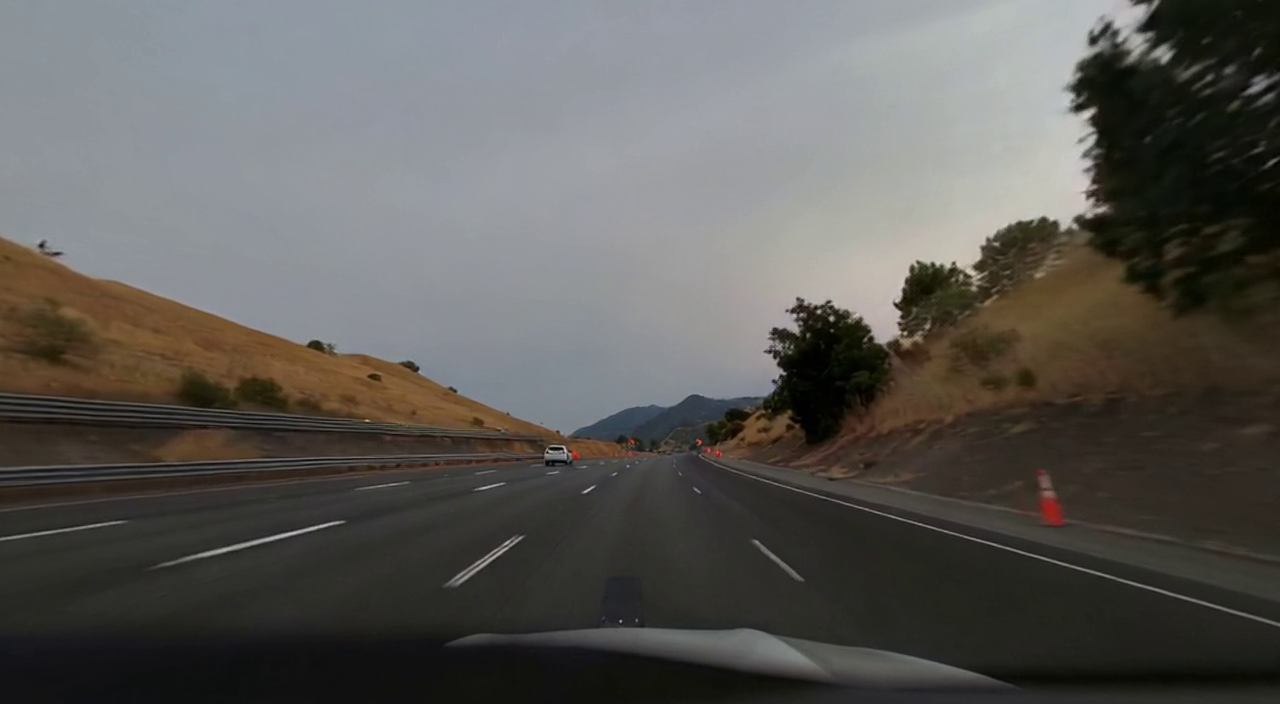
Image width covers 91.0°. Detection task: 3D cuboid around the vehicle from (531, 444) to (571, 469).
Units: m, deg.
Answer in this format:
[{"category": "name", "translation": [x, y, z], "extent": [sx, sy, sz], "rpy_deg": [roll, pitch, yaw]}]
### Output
[{"category": "vehicle", "translation": [-5.992, 7.122, 43.020], "extent": [2.042, 1.585, 4.162], "rpy_deg": [0, -9, 1]}]
